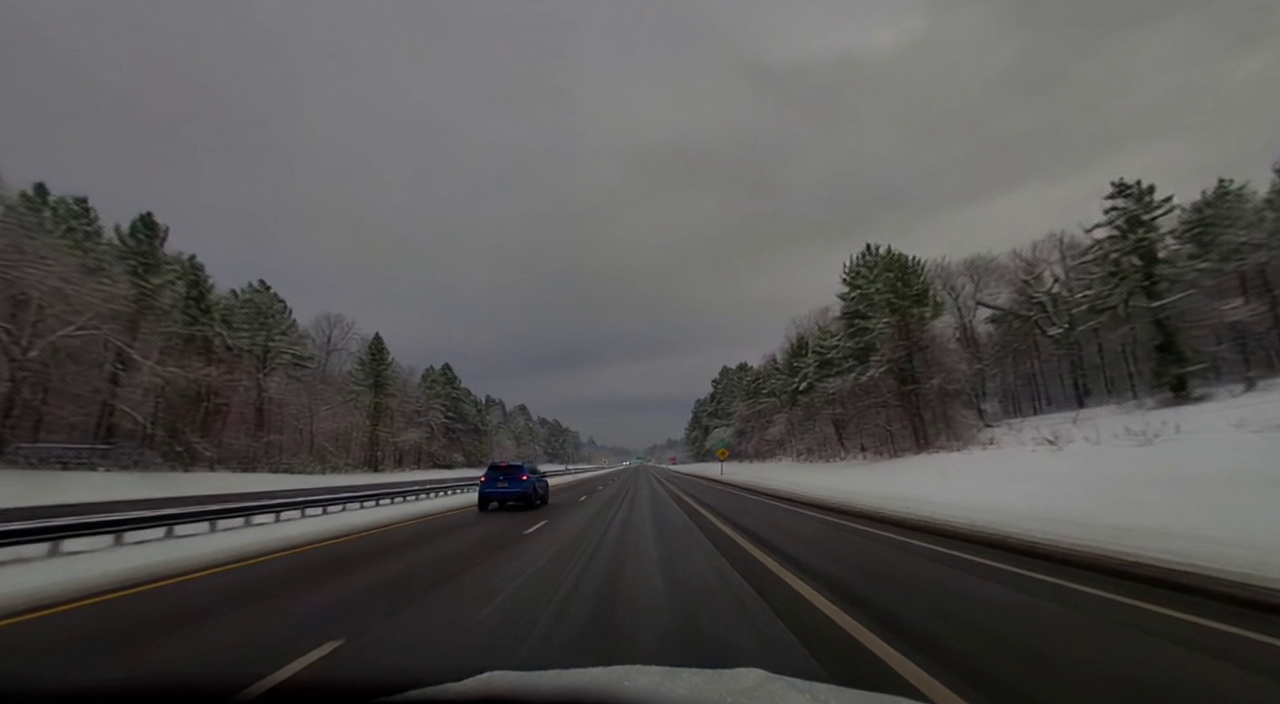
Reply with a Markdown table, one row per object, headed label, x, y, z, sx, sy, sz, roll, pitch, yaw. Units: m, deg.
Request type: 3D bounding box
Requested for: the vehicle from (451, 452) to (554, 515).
| label | x | y | z | sx | sy | sz | roll | pitch | yaw |
| --- | --- | --- | --- | --- | --- | --- | --- | --- | --- |
| vehicle | -3.937 | 3.903 | 18.981 | 1.928 | 1.593 | 4.871 | 1 | -10 | 1 |
